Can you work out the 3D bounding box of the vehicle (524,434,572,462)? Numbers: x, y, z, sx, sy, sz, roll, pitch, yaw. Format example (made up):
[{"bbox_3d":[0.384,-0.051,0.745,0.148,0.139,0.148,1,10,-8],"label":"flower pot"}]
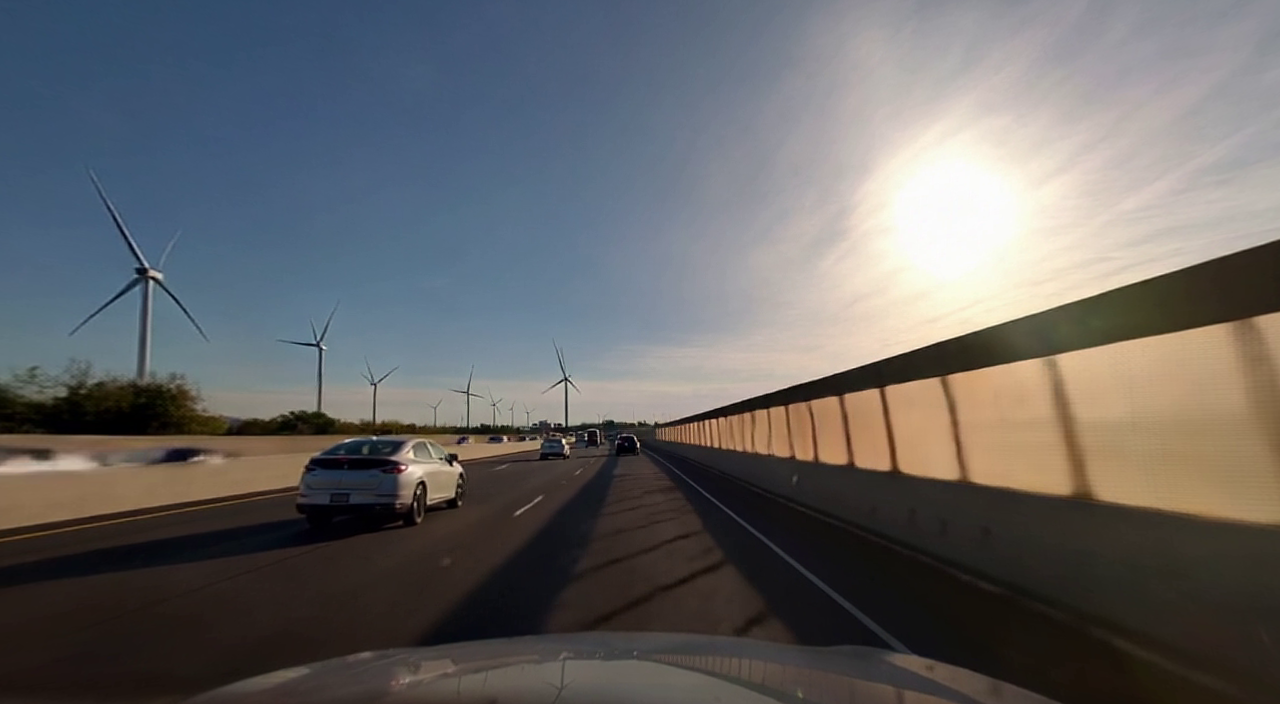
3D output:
[{"bbox_3d":[-4.902,5.190,34.186,2.059,1.436,3.802,0,-8,-1],"label":"vehicle"}]

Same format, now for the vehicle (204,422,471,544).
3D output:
[{"bbox_3d":[-4.306,1.911,10.025,1.998,1.468,4.635,0,-8,-1],"label":"vehicle"}]

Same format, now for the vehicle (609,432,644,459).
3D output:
[{"bbox_3d":[-0.839,5.683,38.554,2.027,1.550,3.607,0,-8,-1],"label":"vehicle"}]
